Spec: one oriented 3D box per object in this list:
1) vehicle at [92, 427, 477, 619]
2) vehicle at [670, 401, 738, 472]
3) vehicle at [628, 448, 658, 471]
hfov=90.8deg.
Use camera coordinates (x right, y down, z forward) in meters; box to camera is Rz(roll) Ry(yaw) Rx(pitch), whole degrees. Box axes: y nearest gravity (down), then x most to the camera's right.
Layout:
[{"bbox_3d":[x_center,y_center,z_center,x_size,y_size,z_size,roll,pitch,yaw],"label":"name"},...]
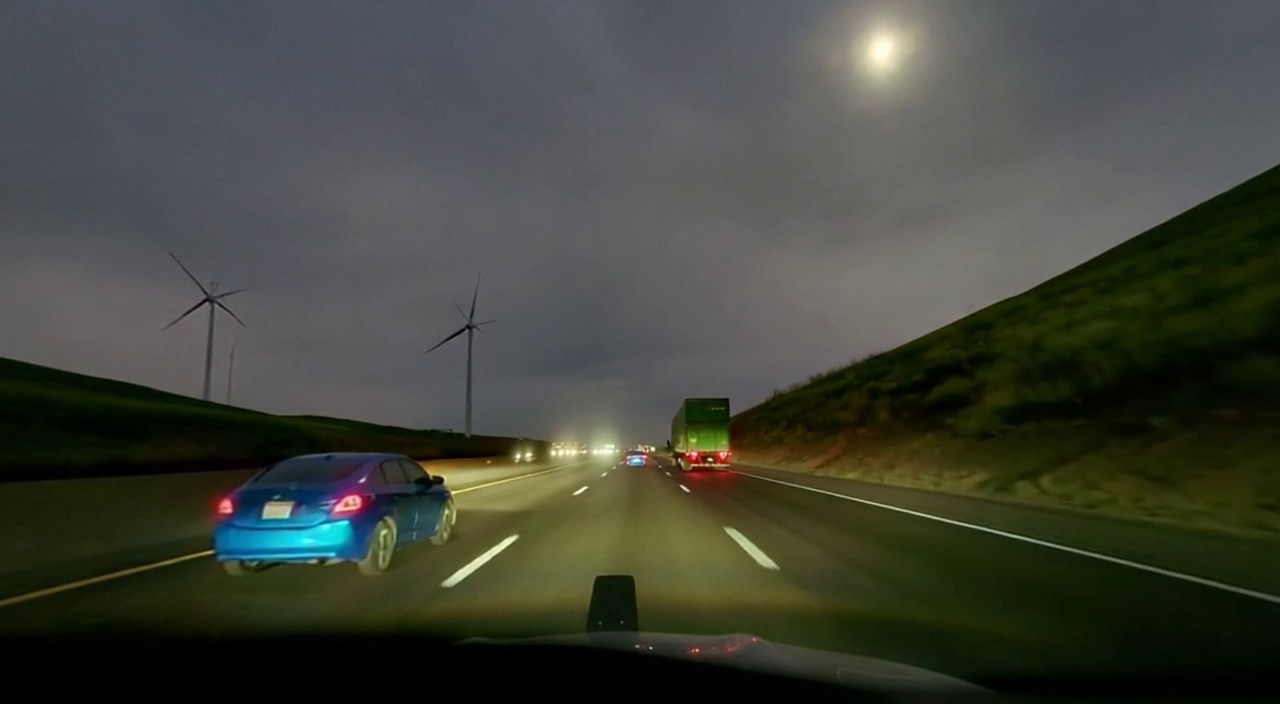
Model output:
[{"bbox_3d":[-3.402,1.689,7.183,1.952,1.521,4.095,0,-9,0],"label":"vehicle"},{"bbox_3d":[3.922,5.784,42.346,2.947,3.989,13.568,0,-9,-1],"label":"vehicle"},{"bbox_3d":[0.196,7.228,42.655,1.931,1.453,3.695,0,-9,-1],"label":"vehicle"}]
